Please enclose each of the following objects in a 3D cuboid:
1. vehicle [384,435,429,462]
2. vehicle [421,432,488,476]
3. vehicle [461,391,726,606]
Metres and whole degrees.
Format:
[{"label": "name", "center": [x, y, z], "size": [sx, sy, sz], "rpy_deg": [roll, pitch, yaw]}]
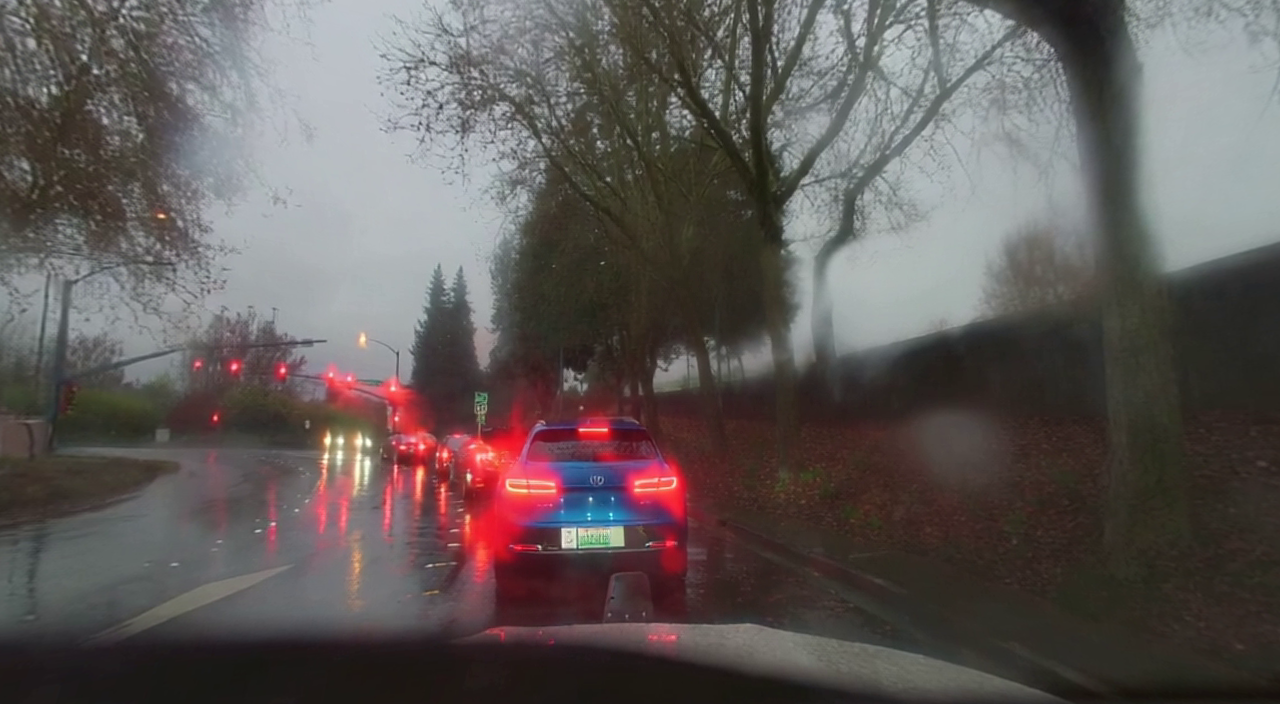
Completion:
[{"label": "vehicle", "center": [-13.754, 5.638, 36.908], "size": [1.863, 1.488, 4.426], "rpy_deg": [4, -9, -27]}, {"label": "vehicle", "center": [-7.282, 3.937, 24.490], "size": [1.902, 1.536, 3.662], "rpy_deg": [4, -9, -25]}, {"label": "vehicle", "center": [-0.677, 1.462, 7.204], "size": [2.134, 1.671, 4.147], "rpy_deg": [1, -8, -9]}]
